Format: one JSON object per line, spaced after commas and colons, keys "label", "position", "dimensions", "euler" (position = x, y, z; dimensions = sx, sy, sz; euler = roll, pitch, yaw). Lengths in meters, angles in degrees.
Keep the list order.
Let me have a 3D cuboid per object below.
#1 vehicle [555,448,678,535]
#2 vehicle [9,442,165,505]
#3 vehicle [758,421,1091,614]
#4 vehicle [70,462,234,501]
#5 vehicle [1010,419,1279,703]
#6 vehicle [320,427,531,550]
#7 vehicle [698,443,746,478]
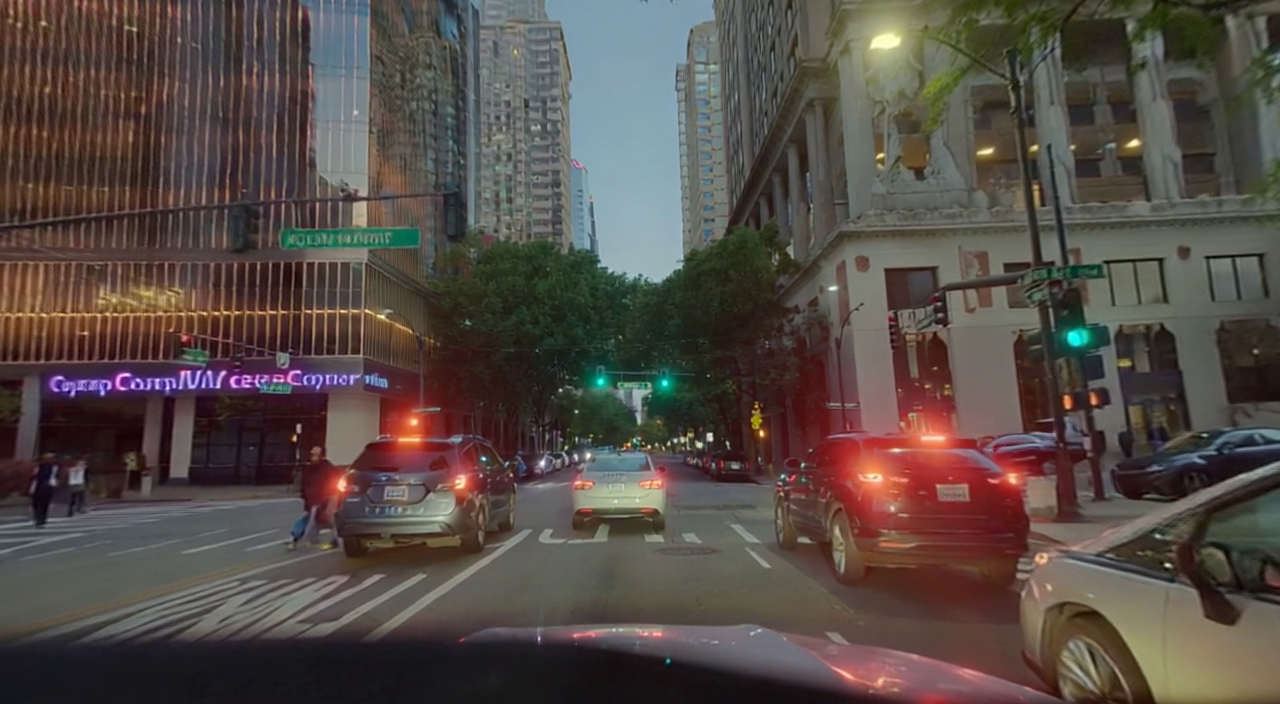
{"label": "vehicle", "position": [-0.417, 2.713, 12.956], "dimensions": [2.092, 1.454, 4.132], "euler": [0, -8, 0]}
{"label": "vehicle", "position": [-30.881, 6.736, 35.482], "dimensions": [5.896, 3.276, 2.809], "euler": [0, -8, 0]}
{"label": "vehicle", "position": [3.040, 1.858, 8.195], "dimensions": [2.072, 1.735, 4.759], "euler": [0, -8, 0]}
{"label": "vehicle", "position": [-20.176, 5.357, 26.279], "dimensions": [5.153, 1.449, 1.966], "euler": [0, -8, 1]}
{"label": "vehicle", "position": [2.737, 0.762, 0.696], "dimensions": [1.902, 1.454, 4.540], "euler": [0, -8, 0]}
{"label": "vehicle", "position": [-3.692, 2.447, 12.225], "dimensions": [2.190, 1.840, 5.272], "euler": [0, -8, 1]}
{"label": "vehicle", "position": [5.664, 7.595, 44.569], "dimensions": [2.420, 2.300, 5.313], "euler": [0, -8, -3]}
